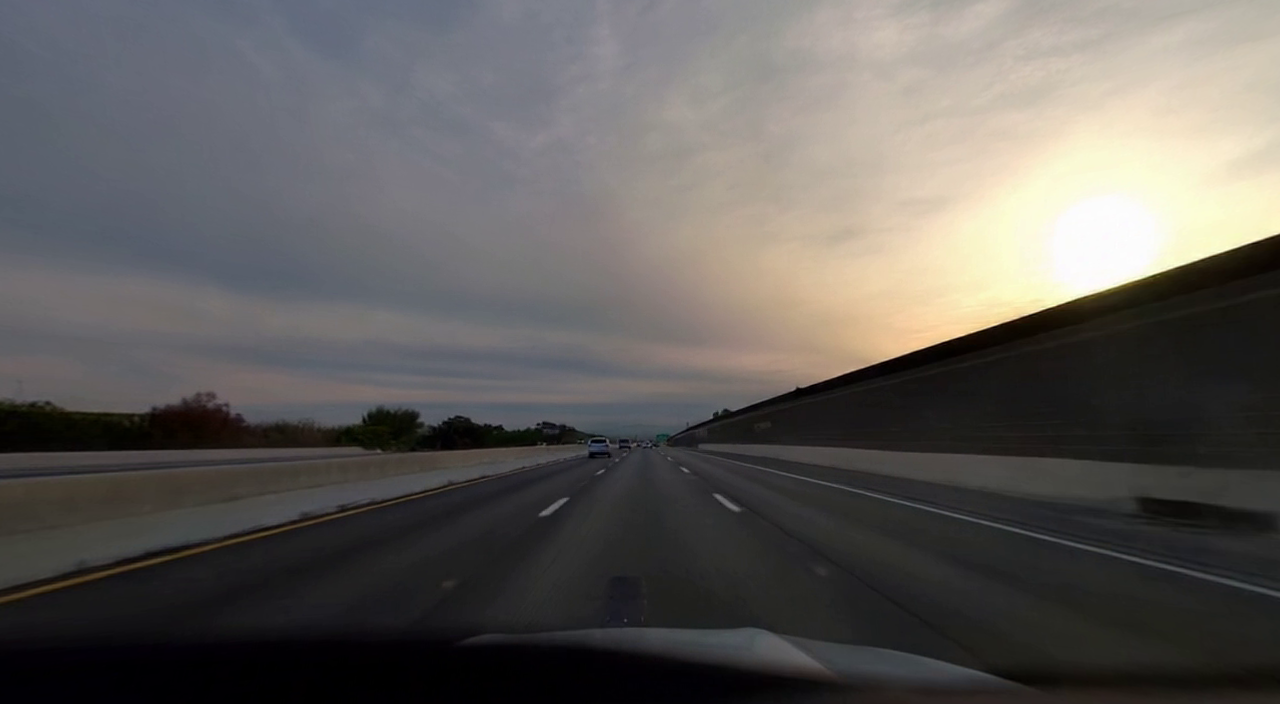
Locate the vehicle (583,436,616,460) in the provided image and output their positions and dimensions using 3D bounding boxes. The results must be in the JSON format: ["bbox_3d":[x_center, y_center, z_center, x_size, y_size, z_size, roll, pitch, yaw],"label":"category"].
[{"bbox_3d":[-3.029,7.268,47.906,2.189,1.707,4.692,0,-8,1],"label":"vehicle"}]
